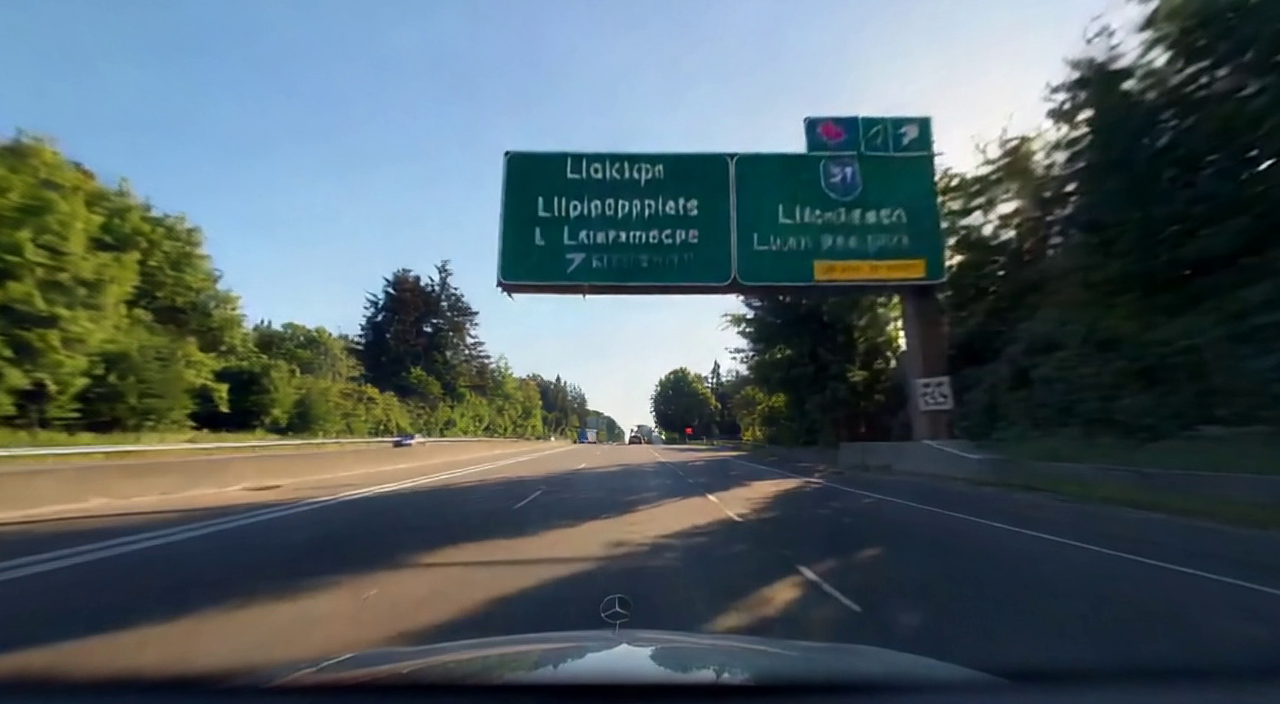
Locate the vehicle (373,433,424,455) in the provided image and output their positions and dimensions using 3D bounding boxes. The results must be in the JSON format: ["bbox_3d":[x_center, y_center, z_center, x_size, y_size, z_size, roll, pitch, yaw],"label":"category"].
[{"bbox_3d":[-17.771,6.744,46.498,1.952,1.511,4.682,0,-8,-1],"label":"vehicle"}]
